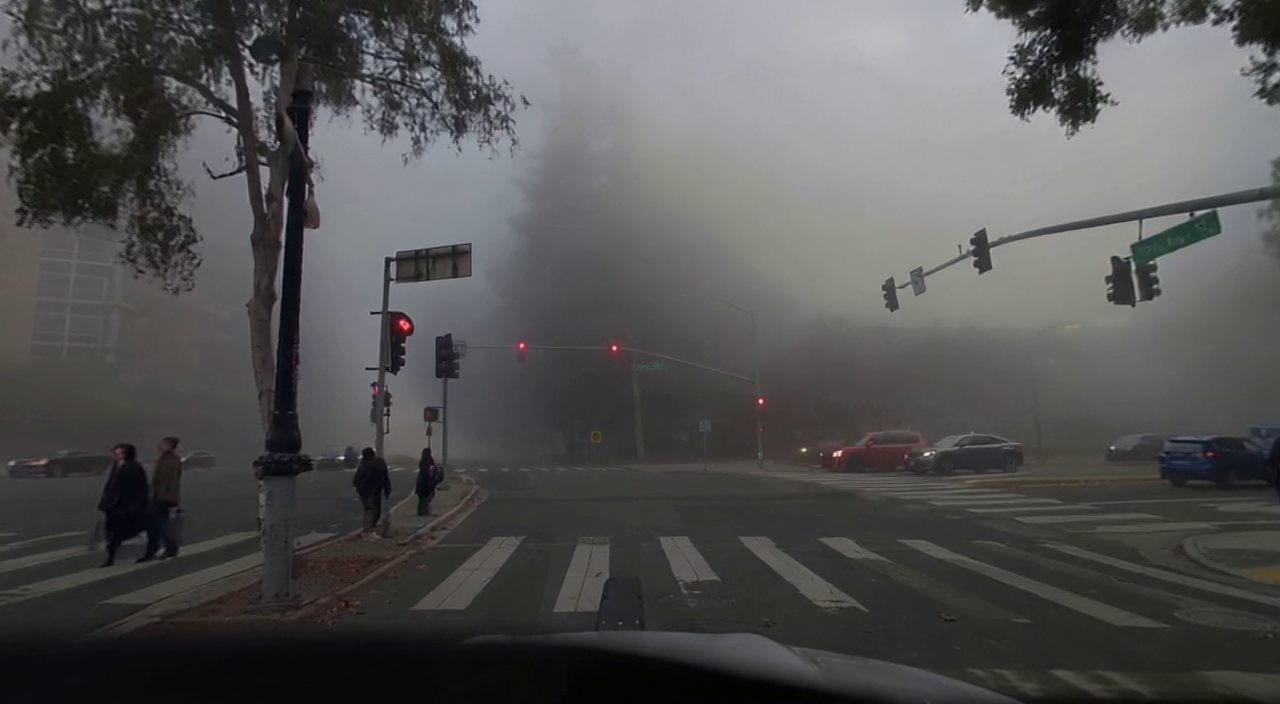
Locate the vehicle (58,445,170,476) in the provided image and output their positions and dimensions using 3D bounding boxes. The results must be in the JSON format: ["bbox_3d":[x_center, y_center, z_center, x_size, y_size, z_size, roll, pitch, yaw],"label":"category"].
[{"bbox_3d":[-27.257,5.621,32.988,2.006,1.459,4.720,0,-8,-4],"label":"vehicle"}]

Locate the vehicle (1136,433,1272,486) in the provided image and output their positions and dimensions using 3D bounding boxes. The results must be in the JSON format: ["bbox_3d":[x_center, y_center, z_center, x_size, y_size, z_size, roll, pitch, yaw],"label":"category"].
[{"bbox_3d":[18.425,3.451,20.607,4.312,1.540,2.007,5,-10,-31],"label":"vehicle"}]

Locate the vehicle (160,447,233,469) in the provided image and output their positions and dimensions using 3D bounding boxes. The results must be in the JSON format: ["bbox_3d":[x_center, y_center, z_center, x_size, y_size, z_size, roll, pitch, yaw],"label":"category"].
[{"bbox_3d":[-31.269,7.476,44.724,1.811,1.438,4.812,0,-8,-2],"label":"vehicle"}]

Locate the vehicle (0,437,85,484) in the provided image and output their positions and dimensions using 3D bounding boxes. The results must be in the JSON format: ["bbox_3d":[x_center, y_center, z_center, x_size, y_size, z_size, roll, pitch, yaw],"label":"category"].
[{"bbox_3d":[-23.341,3.951,23.167,2.056,1.604,4.436,0,-8,-3],"label":"vehicle"}]

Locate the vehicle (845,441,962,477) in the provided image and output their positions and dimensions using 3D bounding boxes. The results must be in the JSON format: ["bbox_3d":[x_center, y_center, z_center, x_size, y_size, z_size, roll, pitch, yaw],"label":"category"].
[{"bbox_3d":[11.446,4.629,27.574,4.317,1.491,1.896,1,-9,-11],"label":"vehicle"}]

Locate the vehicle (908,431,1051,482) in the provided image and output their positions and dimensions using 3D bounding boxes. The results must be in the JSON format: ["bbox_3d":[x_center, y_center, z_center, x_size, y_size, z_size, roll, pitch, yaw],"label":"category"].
[{"bbox_3d":[12.900,3.927,24.052,4.742,1.762,2.180,3,-9,-22],"label":"vehicle"}]
